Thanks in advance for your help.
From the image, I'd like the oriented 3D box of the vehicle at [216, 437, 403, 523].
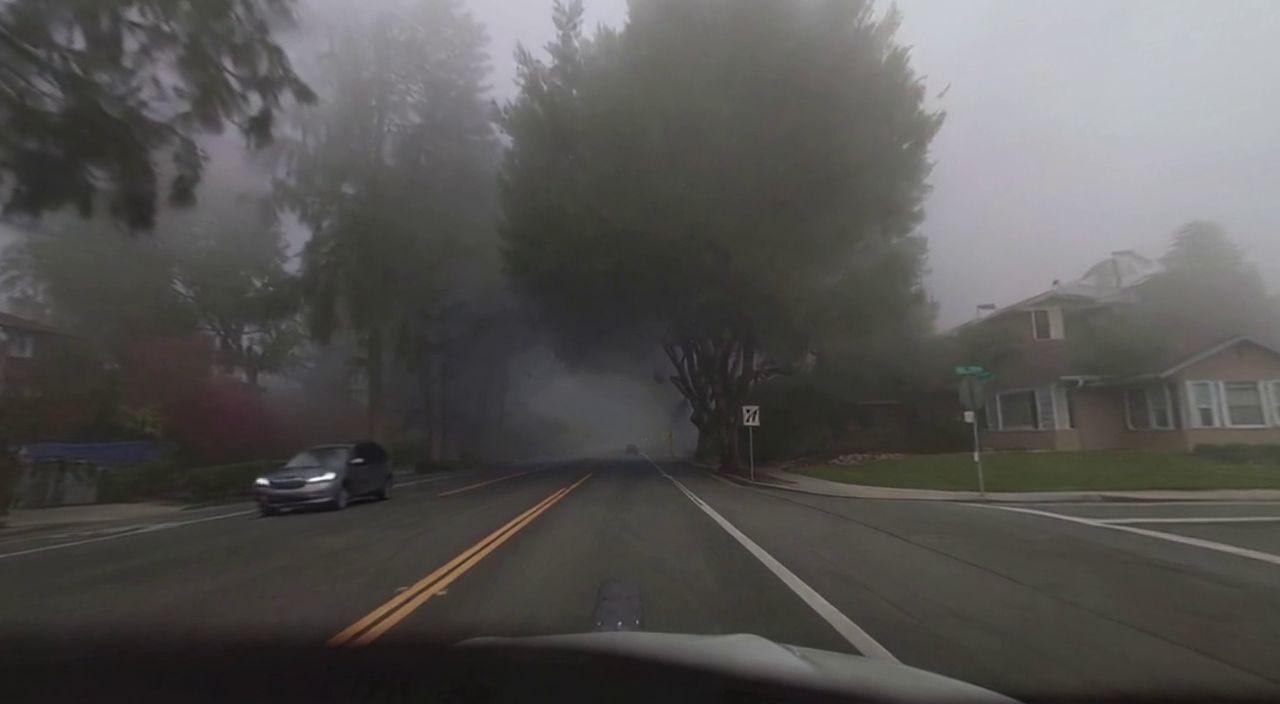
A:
[{"bbox_3d":[-7.259,2.814,14.511,1.994,1.646,4.276,0,-9,0],"label":"vehicle"}]
